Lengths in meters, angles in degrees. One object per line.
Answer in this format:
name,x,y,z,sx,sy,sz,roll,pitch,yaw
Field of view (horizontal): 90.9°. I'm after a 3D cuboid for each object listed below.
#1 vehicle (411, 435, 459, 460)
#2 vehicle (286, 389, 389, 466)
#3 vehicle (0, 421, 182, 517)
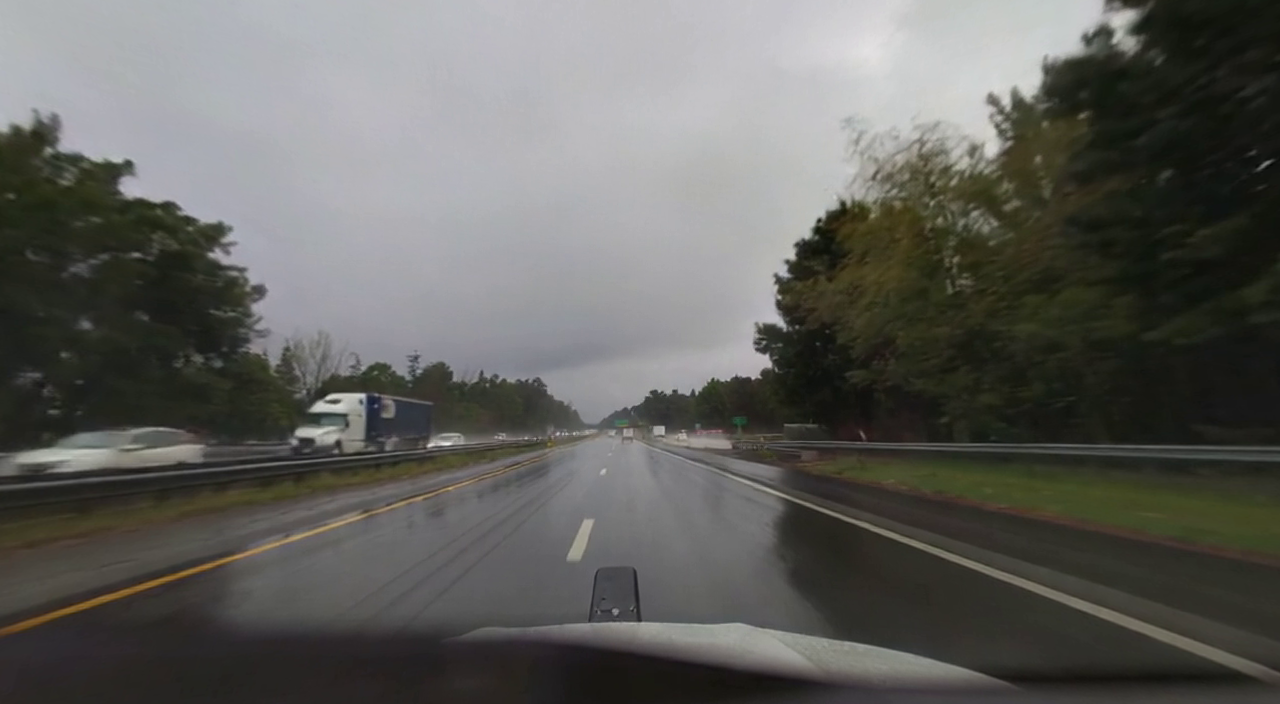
vehicle,-12.484,5.790,38.505,1.796,1.446,3.689,0,-8,-2
vehicle,-17.031,4.342,36.046,3.009,4.008,5.931,0,-8,-3
vehicle,-12.004,2.324,13.100,1.913,1.675,4.147,0,-8,-2
